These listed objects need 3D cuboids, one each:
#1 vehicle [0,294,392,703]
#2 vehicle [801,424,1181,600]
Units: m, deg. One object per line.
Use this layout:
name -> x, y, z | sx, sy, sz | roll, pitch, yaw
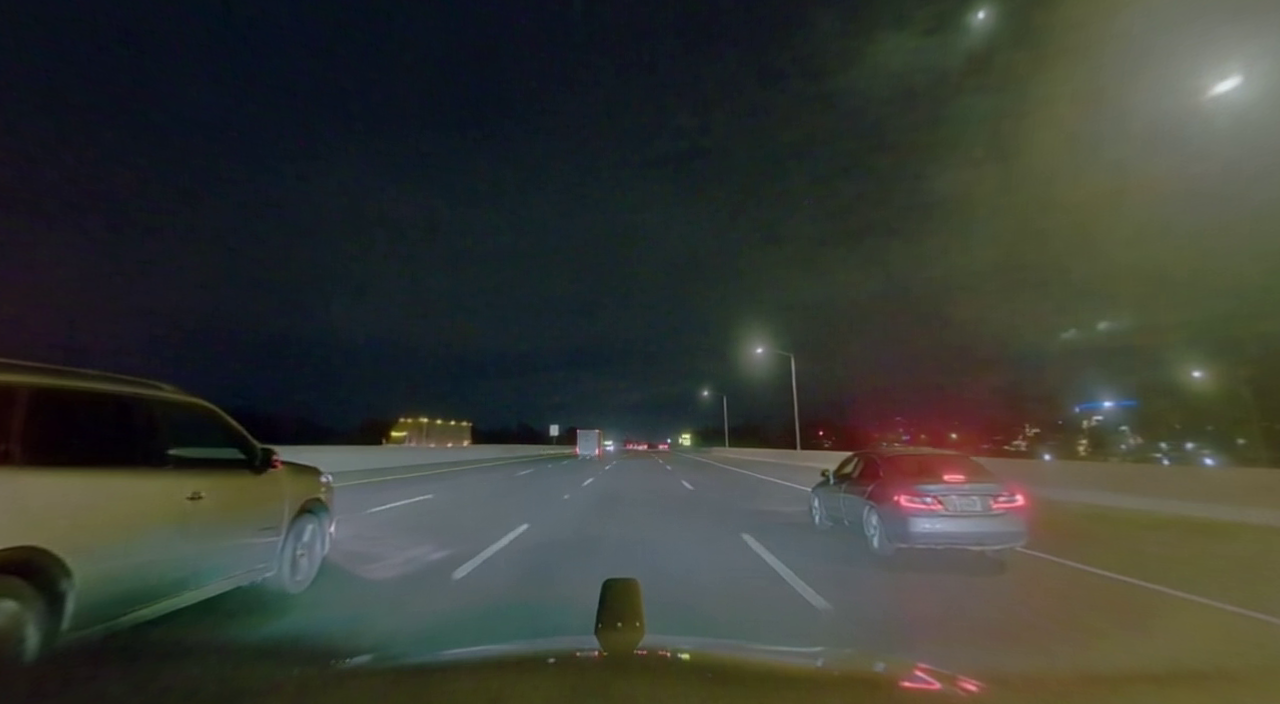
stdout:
vehicle -> -3.674, 0.846, 3.452 | 2.285, 1.853, 5.564 | 0, -9, 1
vehicle -> 3.757, 1.800, 8.104 | 2.047, 1.532, 4.884 | 0, -9, 0
